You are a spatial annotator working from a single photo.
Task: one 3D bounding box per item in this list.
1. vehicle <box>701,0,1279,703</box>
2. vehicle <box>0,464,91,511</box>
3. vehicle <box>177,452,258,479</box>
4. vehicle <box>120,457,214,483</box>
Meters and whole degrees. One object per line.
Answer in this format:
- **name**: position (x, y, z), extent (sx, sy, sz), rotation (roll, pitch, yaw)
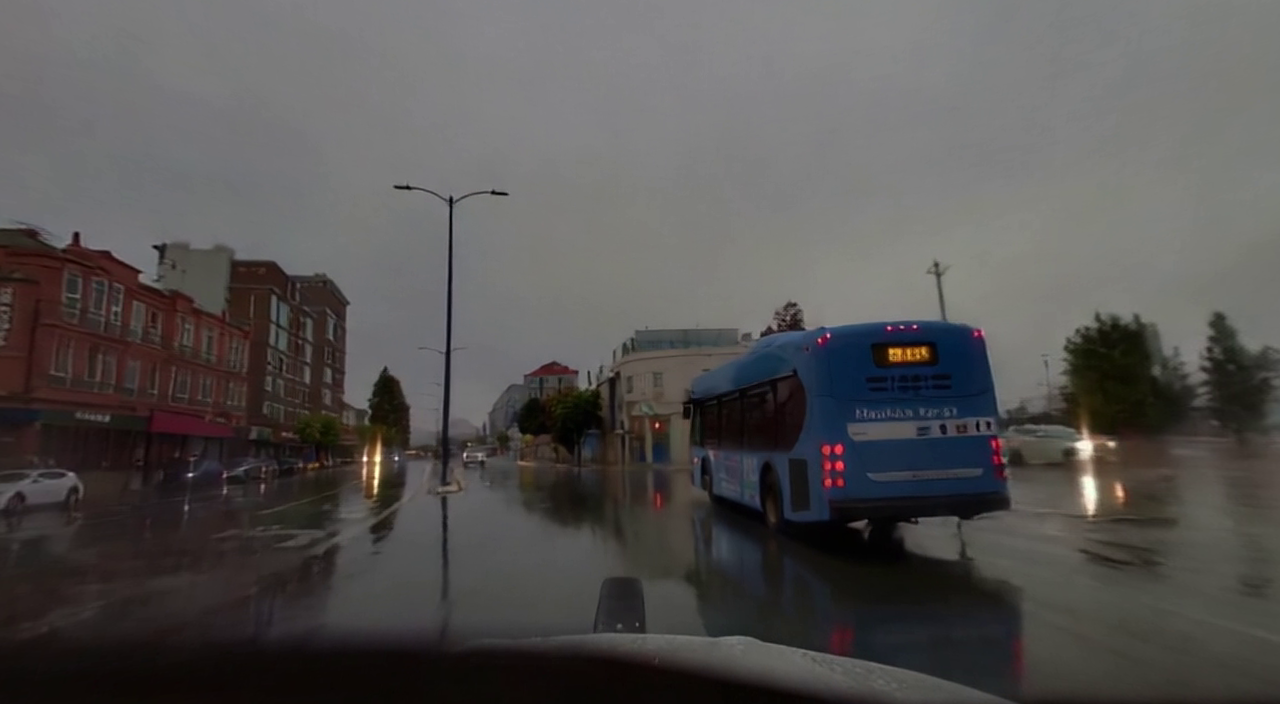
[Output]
- **vehicle**: position (2.763, 0.225, 3.803), extent (3.194, 3.345, 12.428), rotation (0, -8, -2)
- **vehicle**: position (-23.017, 4.902, 22.890), extent (4.384, 1.500, 1.864), rotation (5, -10, -32)
- **vehicle**: position (-30.469, 8.160, 45.689), extent (4.392, 1.800, 1.902), rotation (2, -8, -13)
- **vehicle**: position (-30.243, 7.532, 40.612), extent (4.592, 1.474, 1.880), rotation (5, -9, -31)
